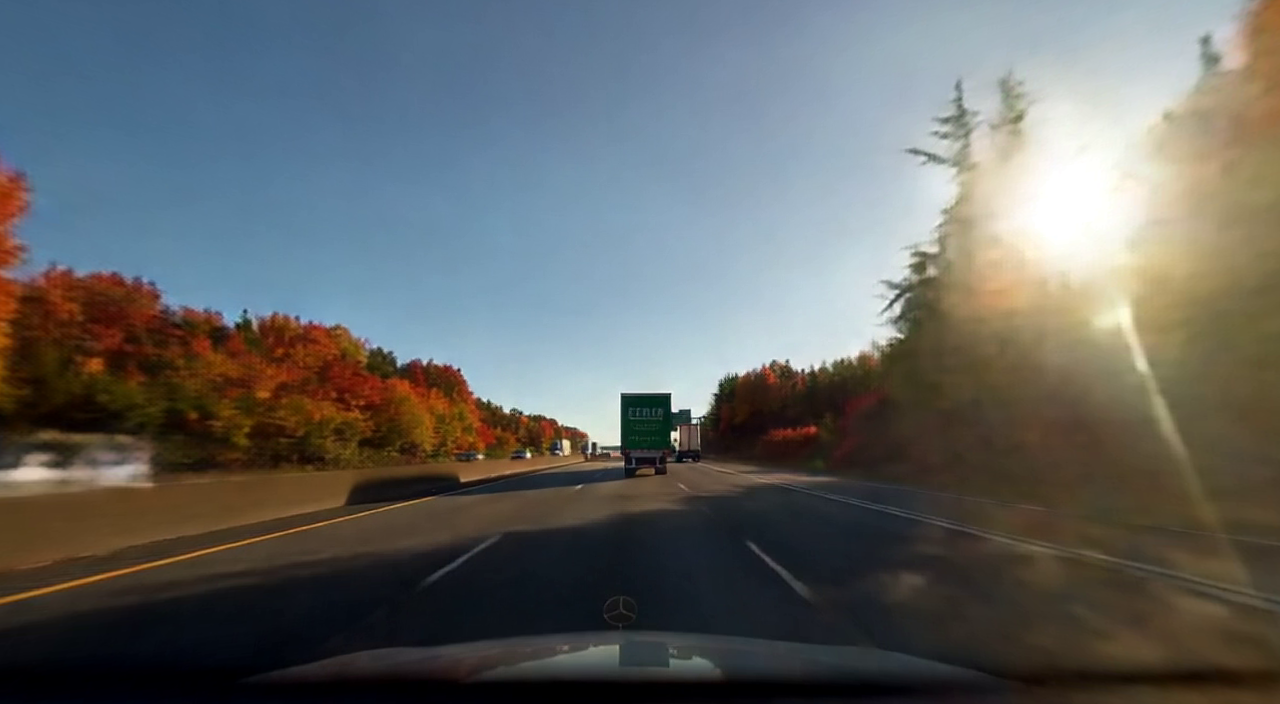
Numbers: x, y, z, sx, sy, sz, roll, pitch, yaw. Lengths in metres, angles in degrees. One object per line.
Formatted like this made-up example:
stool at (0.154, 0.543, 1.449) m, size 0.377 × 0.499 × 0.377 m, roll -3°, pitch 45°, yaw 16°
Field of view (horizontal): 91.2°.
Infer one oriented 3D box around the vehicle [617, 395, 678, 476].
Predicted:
vehicle at (0.342, 5.031, 37.174) m, size 3.057 × 4.073 × 10.792 m, roll 0°, pitch -9°, yaw 0°
